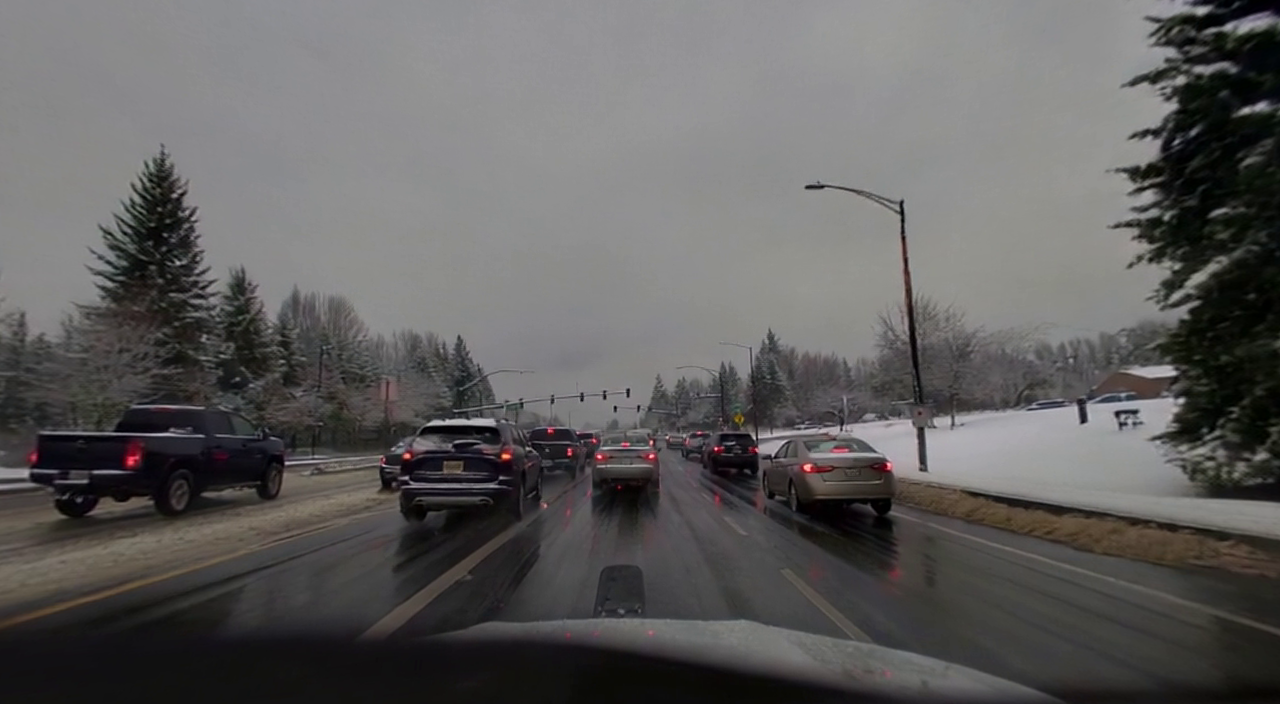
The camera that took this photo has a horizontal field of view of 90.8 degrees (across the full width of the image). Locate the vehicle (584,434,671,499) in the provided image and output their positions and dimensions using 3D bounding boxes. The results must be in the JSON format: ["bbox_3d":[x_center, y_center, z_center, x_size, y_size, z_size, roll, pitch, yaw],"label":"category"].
[{"bbox_3d":[-0.305,2.990,16.920,2.030,1.477,4.330,0,-8,0],"label":"vehicle"}]

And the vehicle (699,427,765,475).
[{"bbox_3d":[3.829,4.207,27.058,2.099,1.845,4.363,0,-8,0],"label":"vehicle"}]

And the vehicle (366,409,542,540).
[{"bbox_3d":[-2.921,2.045,11.264,2.111,1.745,5.274,1,-8,-7],"label":"vehicle"}]

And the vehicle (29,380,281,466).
[{"bbox_3d":[-27.917,4.522,38.186,3.181,4.189,14.107,-1,-8,4],"label":"vehicle"}]

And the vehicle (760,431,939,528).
[{"bbox_3d":[3.605,2.259,11.807,1.884,1.463,4.195,0,-8,0],"label":"vehicle"}]

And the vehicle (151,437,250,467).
[{"bbox_3d":[-23.437,5.362,33.958,1.865,1.493,4.712,-1,-8,2],"label":"vehicle"}]

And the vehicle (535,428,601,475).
[{"bbox_3d":[-3.013,4.295,27.391,2.218,1.829,4.492,0,-8,2],"label":"vehicle"}]
